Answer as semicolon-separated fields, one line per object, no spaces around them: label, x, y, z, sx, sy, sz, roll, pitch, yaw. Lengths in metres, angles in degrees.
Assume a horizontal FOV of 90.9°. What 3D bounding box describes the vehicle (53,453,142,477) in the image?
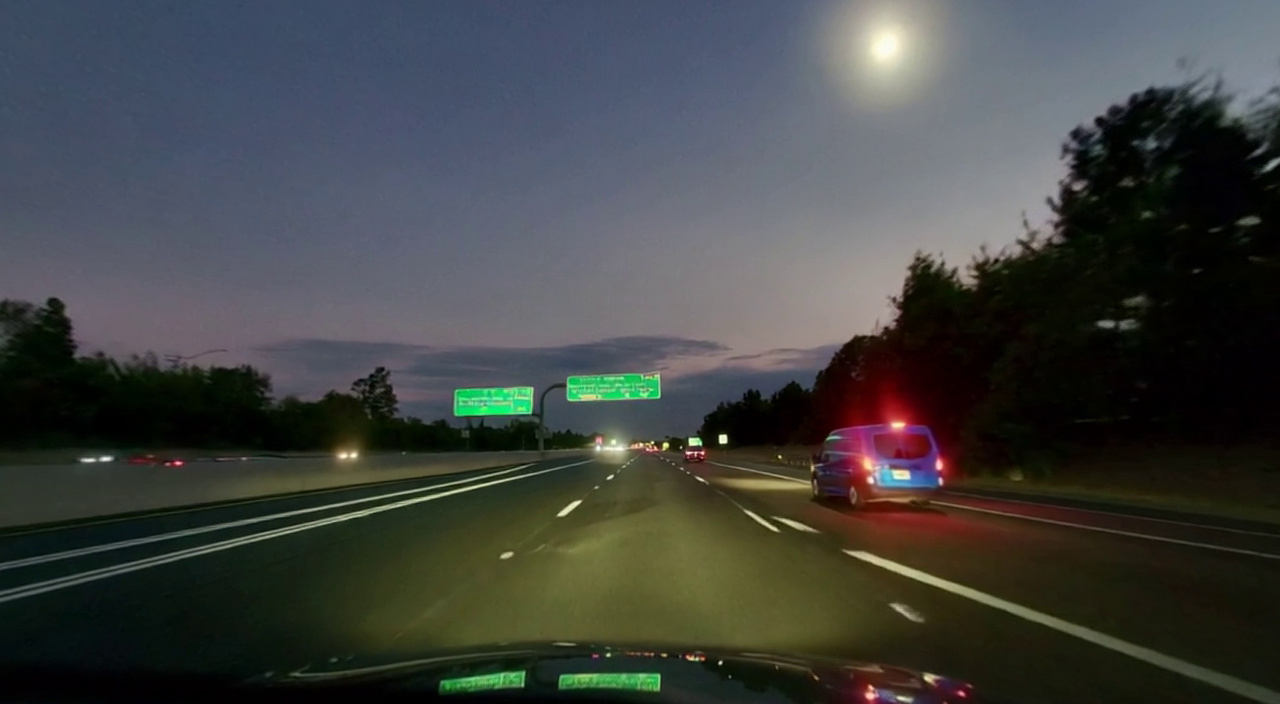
vehicle;-34.474;7.176;40.224;1.603;1.342;4.588;0;-9;0

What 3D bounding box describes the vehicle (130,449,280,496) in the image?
vehicle;-15.156;4.188;22.355;1.903;1.486;4.666;0;-9;1

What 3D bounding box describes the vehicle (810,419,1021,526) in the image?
vehicle;5.316;2.381;12.984;1.971;1.795;4.389;1;-9;-6
